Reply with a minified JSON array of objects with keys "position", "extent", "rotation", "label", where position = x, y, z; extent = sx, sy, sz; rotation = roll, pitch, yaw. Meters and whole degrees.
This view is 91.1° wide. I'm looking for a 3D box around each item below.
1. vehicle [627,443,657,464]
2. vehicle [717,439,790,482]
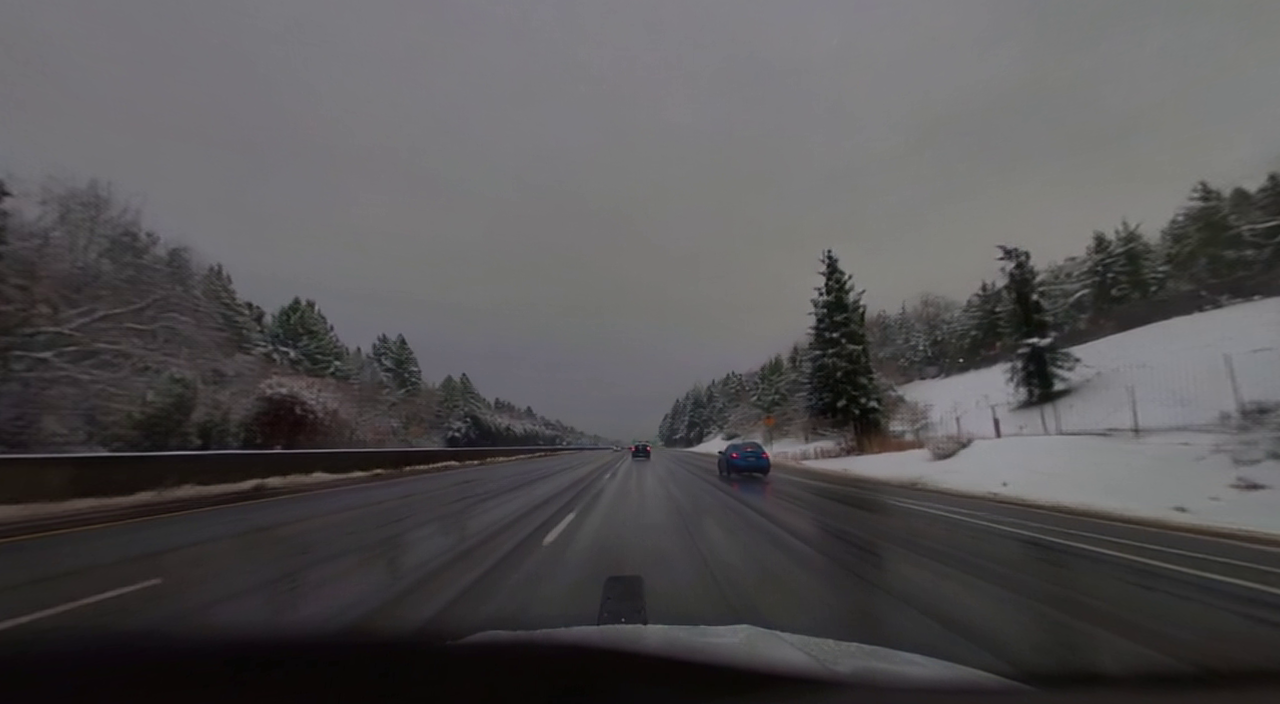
[{"position":[0.119,7.390,45.716],"extent":[2.052,1.449,3.857],"rotation":[0,-8,0],"label":"vehicle"},{"position":[4.410,4.283,25.061],"extent":[2.008,1.524,4.598],"rotation":[0,-8,-1],"label":"vehicle"}]
